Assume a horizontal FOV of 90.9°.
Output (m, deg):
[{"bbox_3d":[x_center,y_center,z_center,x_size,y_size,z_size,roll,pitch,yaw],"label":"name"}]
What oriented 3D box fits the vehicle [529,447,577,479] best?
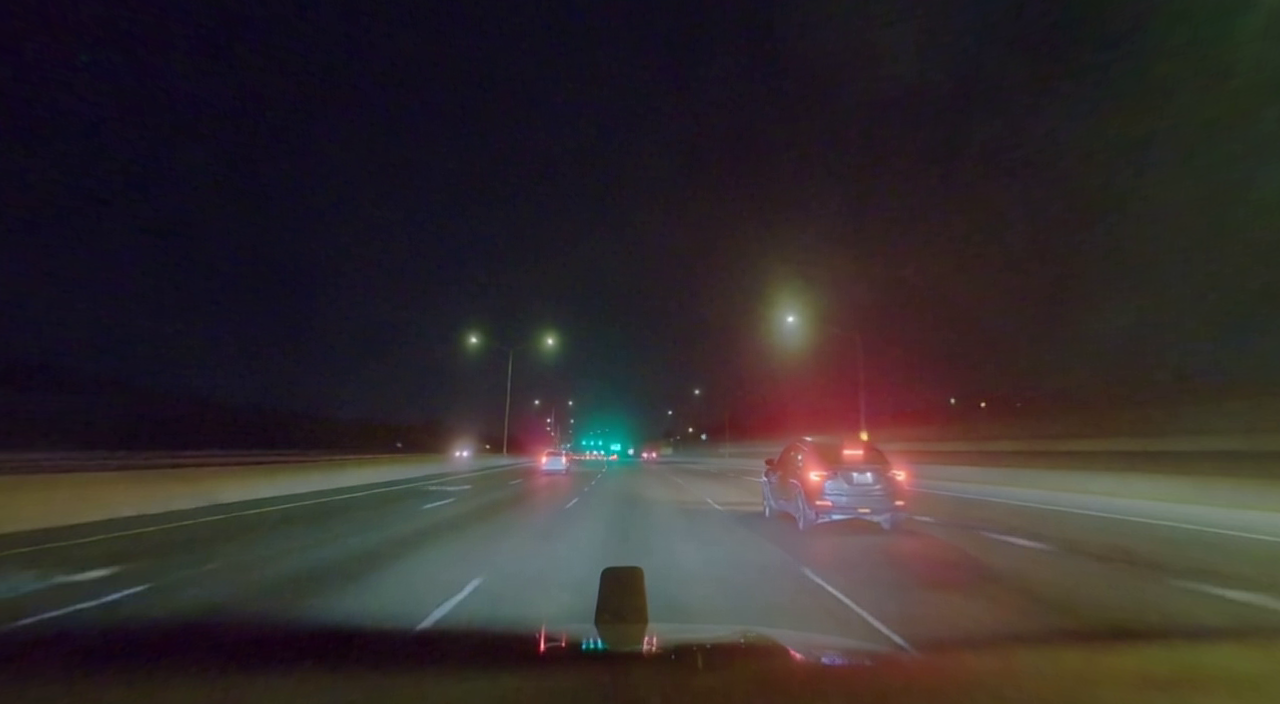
[{"bbox_3d":[-4.389,5.670,32.466,2.014,1.481,4.156,0,-9,-2],"label":"vehicle"}]
